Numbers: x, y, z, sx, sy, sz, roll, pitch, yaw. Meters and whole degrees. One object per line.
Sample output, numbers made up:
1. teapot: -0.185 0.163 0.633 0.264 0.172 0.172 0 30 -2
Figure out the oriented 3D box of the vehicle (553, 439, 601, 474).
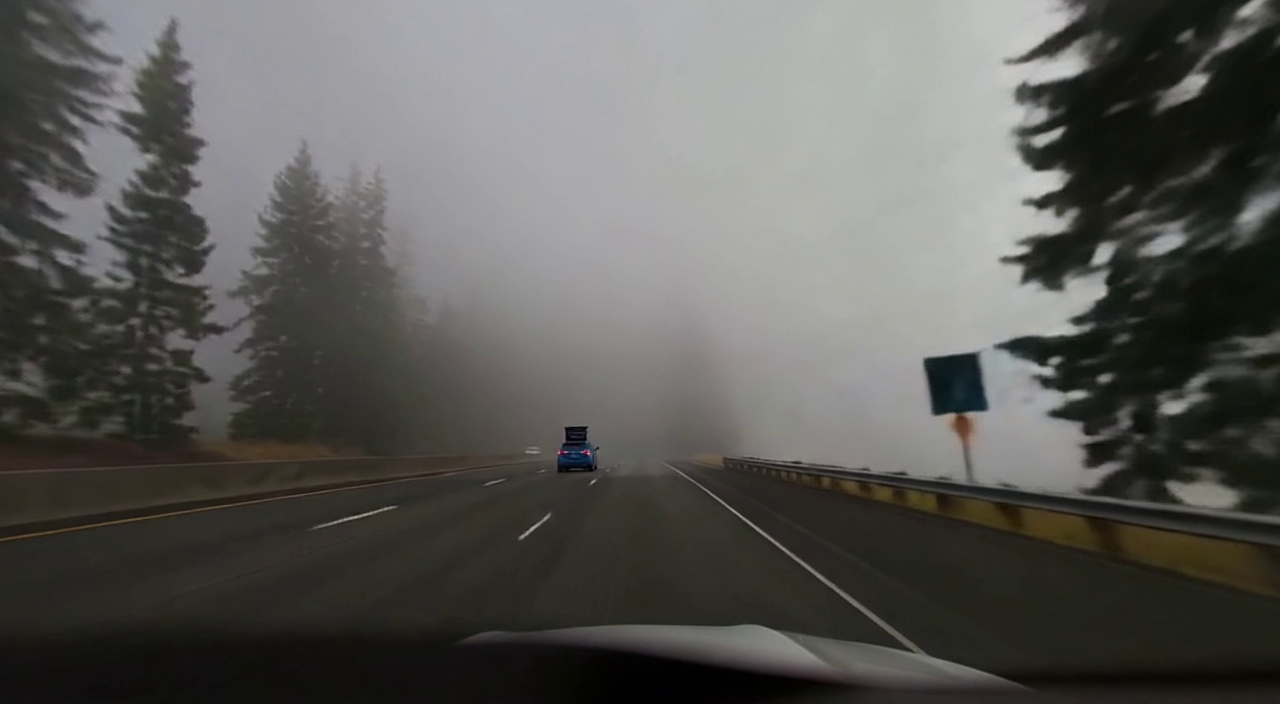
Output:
1. vehicle: -3.376 5.677 34.474 2.084 1.752 4.479 0 -8 1
